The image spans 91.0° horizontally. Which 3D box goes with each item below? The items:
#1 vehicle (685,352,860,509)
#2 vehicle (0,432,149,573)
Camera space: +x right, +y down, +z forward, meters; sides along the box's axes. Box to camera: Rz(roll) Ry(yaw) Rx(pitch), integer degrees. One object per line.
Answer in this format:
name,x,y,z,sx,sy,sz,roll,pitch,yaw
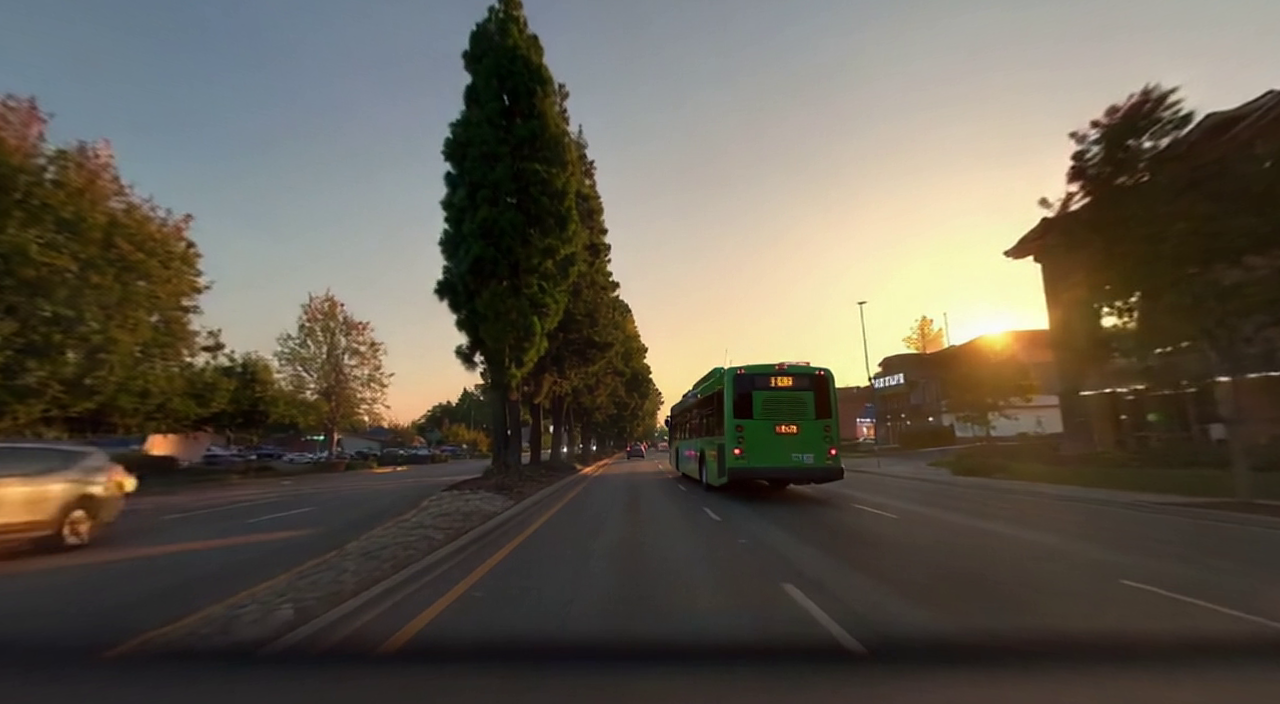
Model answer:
vehicle,3.110,2.313,17.965,2.766,3.306,9.281,0,-8,-1
vehicle,-8.661,1.798,7.558,2.170,1.657,4.327,0,-8,-4
